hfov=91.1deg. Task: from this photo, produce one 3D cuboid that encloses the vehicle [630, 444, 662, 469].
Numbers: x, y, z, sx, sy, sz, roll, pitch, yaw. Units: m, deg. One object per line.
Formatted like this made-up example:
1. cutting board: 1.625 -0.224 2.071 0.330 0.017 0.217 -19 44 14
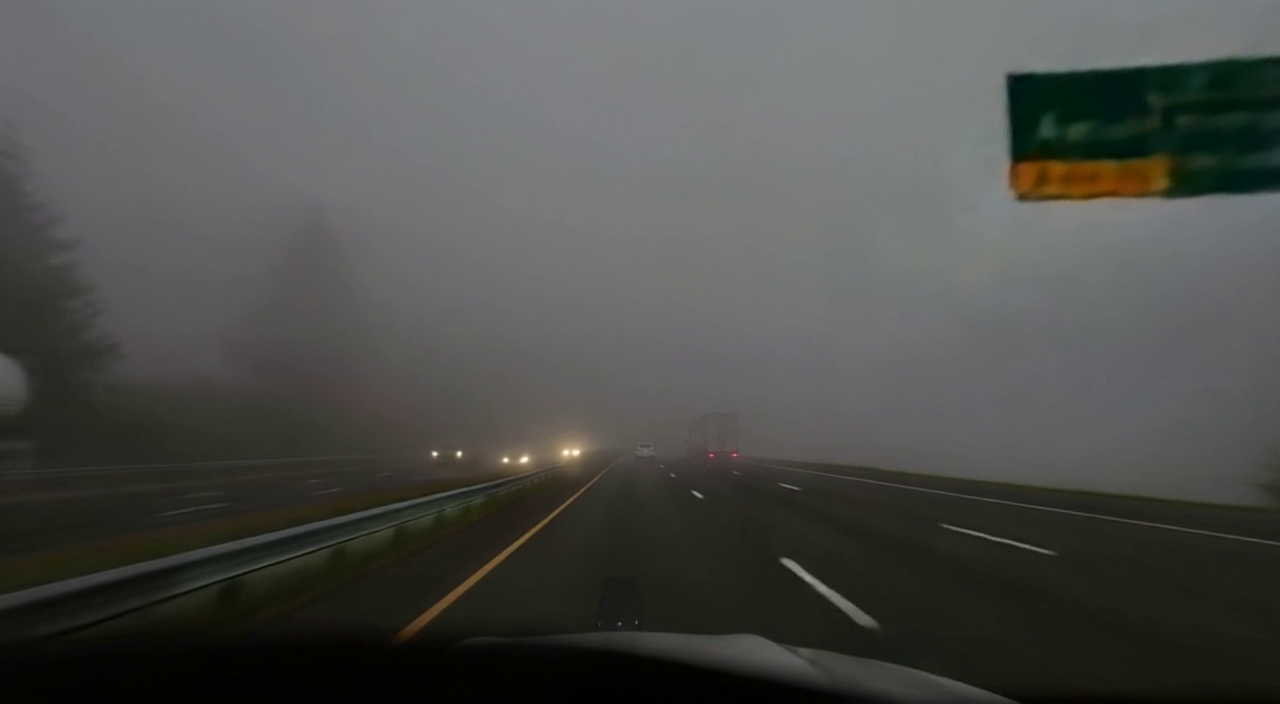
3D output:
1. vehicle: 0.366 7.034 42.352 2.024 1.579 3.707 -1 -9 0
